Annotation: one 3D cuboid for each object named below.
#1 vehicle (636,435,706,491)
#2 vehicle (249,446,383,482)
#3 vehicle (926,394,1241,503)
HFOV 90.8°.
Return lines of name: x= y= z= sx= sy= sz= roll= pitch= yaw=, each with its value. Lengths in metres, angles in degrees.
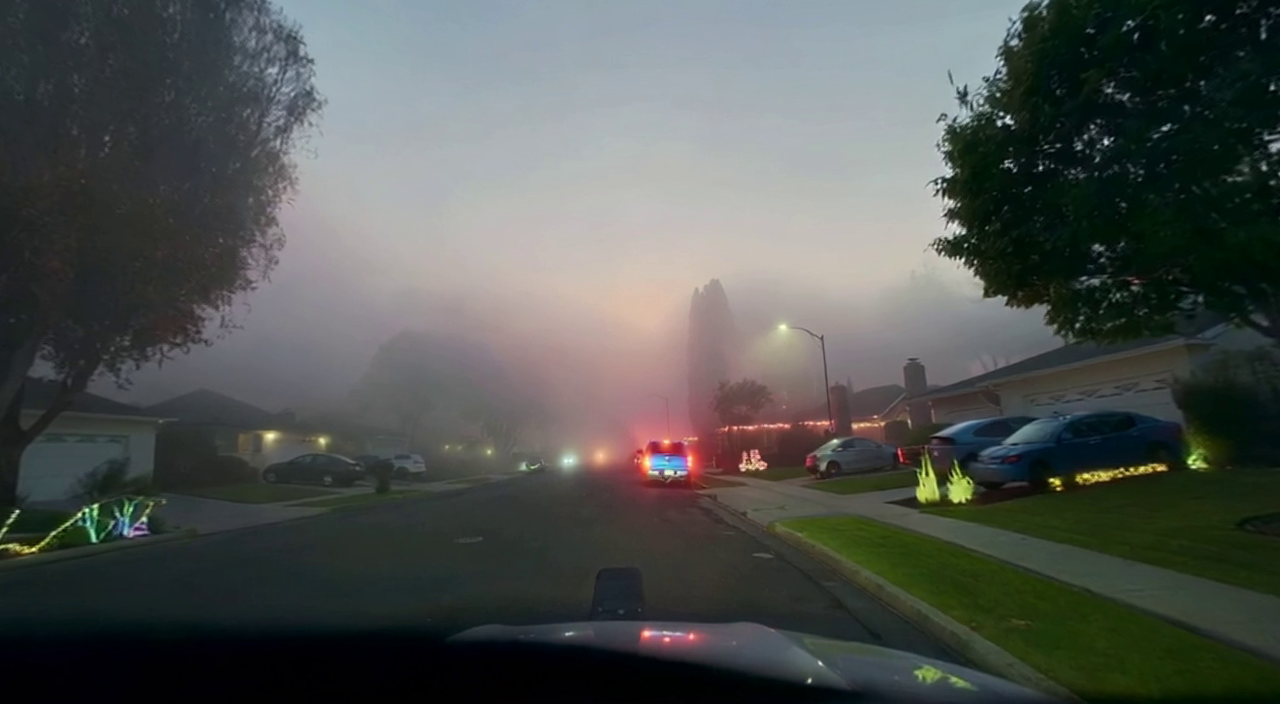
vehicle: x=1.259 y=4.502 z=26.103 sx=2.552 sy=2.024 sz=5.414 roll=-1 pitch=-8 yaw=3
vehicle: x=-14.334 y=4.951 z=28.175 sx=4.916 sy=1.485 sz=1.807 roll=0 pitch=-9 yaw=-3
vehicle: x=8.407 y=1.887 z=12.368 sx=4.554 sy=1.515 sz=1.858 roll=-6 pitch=-9 yaw=3
